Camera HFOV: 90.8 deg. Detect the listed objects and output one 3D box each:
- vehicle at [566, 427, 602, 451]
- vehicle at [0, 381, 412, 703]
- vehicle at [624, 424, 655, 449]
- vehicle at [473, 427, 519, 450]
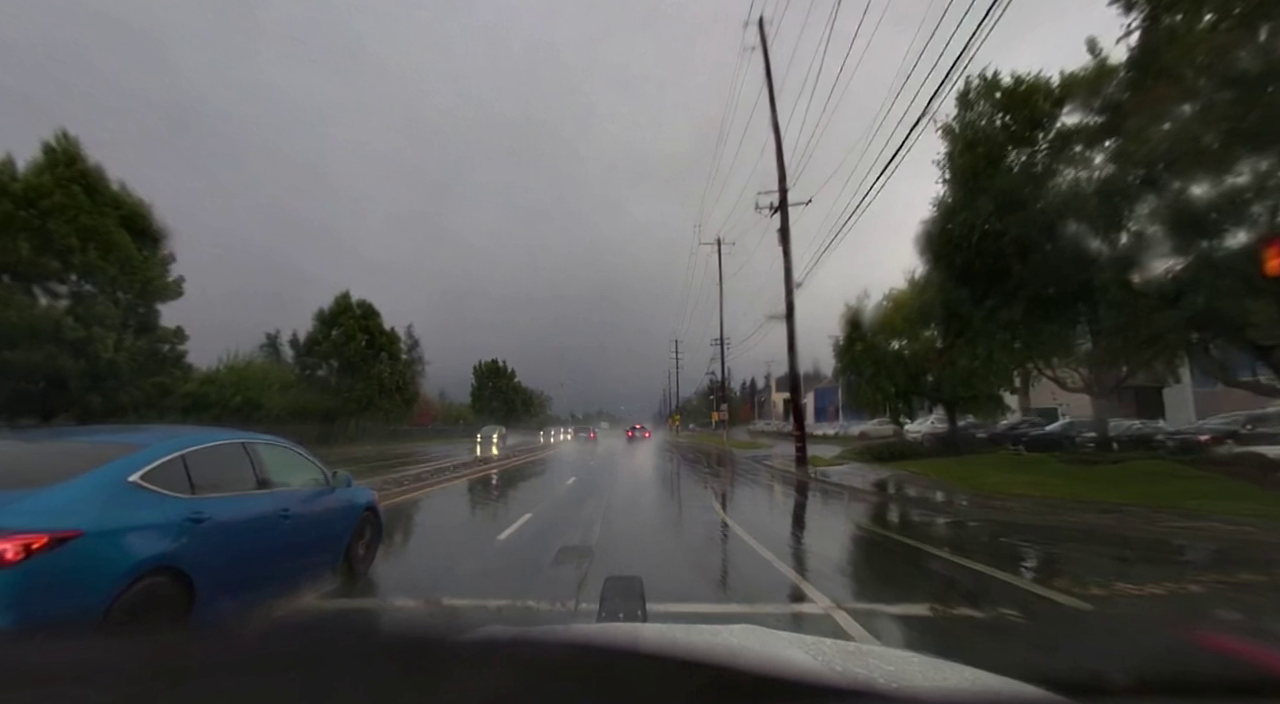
[{"bbox_3d":[-3.657,5.758,41.808,2.021,1.486,3.623,0,-8,0],"label":"vehicle"},{"bbox_3d":[-3.401,1.145,4.336,1.928,1.488,4.635,0,-8,0],"label":"vehicle"},{"bbox_3d":[-0.066,6.320,46.998,2.182,1.773,4.041,0,-8,-1],"label":"vehicle"},{"bbox_3d":[-9.138,5.570,40.472,1.971,1.415,4.317,0,-8,-1],"label":"vehicle"}]
